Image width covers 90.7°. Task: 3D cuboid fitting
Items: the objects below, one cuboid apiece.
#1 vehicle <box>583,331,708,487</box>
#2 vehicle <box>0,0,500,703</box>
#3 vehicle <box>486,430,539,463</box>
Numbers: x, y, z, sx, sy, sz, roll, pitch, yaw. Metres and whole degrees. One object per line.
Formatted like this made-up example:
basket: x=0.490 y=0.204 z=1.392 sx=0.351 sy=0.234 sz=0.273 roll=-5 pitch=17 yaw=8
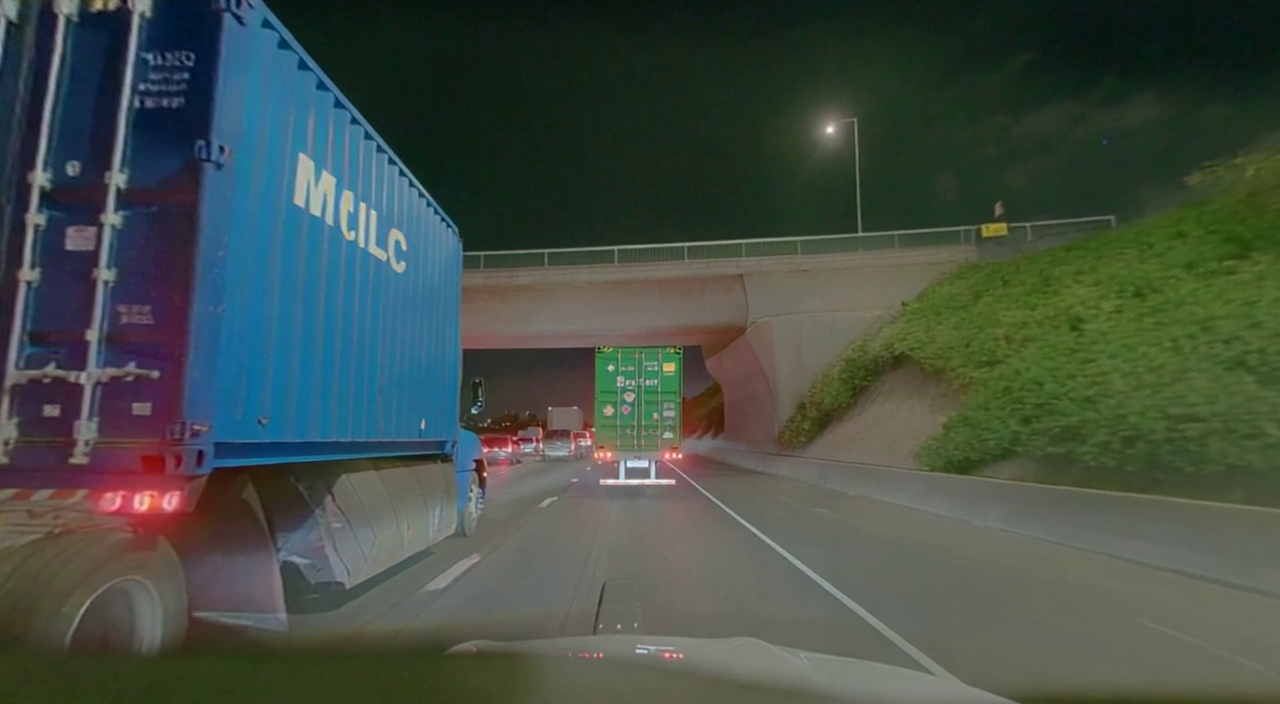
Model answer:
vehicle: x=0.032 y=2.047 z=20.906 sx=3.357 sy=4.212 sz=7.519 roll=0 pitch=-8 yaw=-2
vehicle: x=-3.726 y=0.185 z=6.074 sx=3.187 sy=3.949 sz=6.963 roll=-1 pitch=-8 yaw=0
vehicle: x=-7.237 y=5.442 z=36.405 sx=2.163 sy=1.772 sz=4.244 roll=-1 pitch=-8 yaw=0
